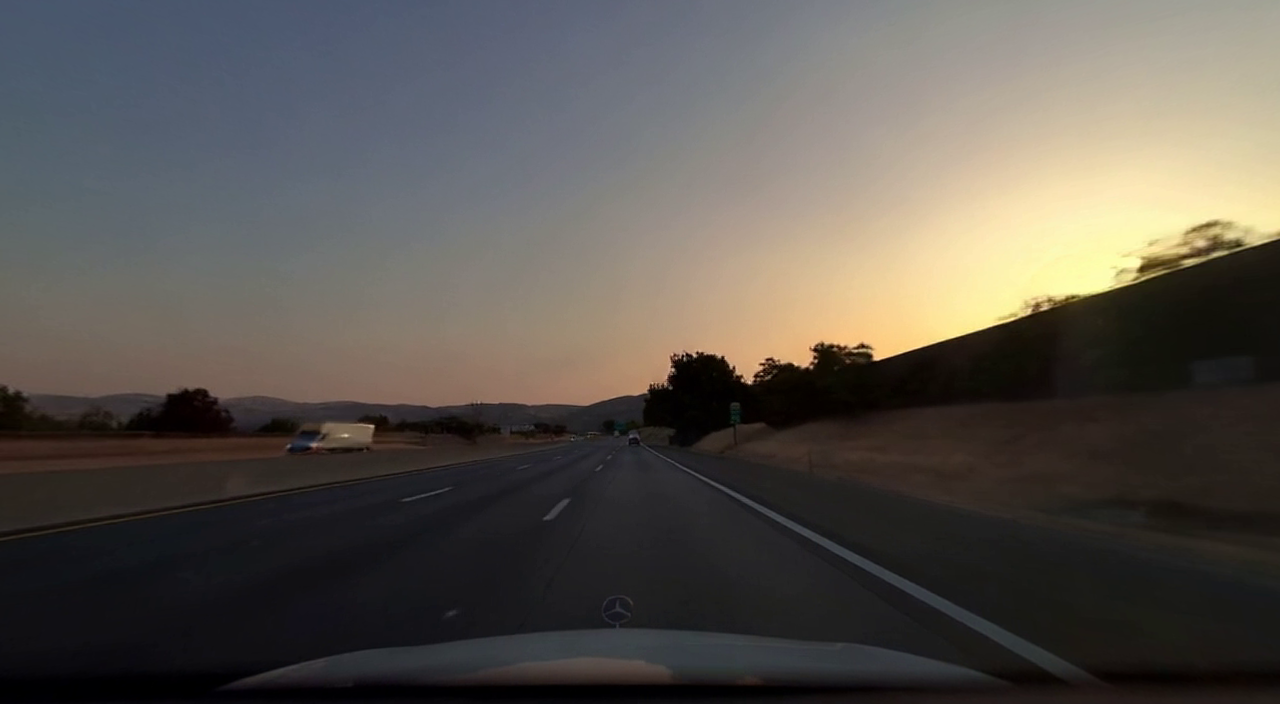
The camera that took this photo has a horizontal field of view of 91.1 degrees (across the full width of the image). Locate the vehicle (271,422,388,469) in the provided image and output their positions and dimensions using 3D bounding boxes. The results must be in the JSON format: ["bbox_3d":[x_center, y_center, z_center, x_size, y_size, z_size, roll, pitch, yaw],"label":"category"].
[{"bbox_3d":[-23.971,7.299,49.707,3.053,3.257,12.376,0,-8,-1],"label":"vehicle"}]
